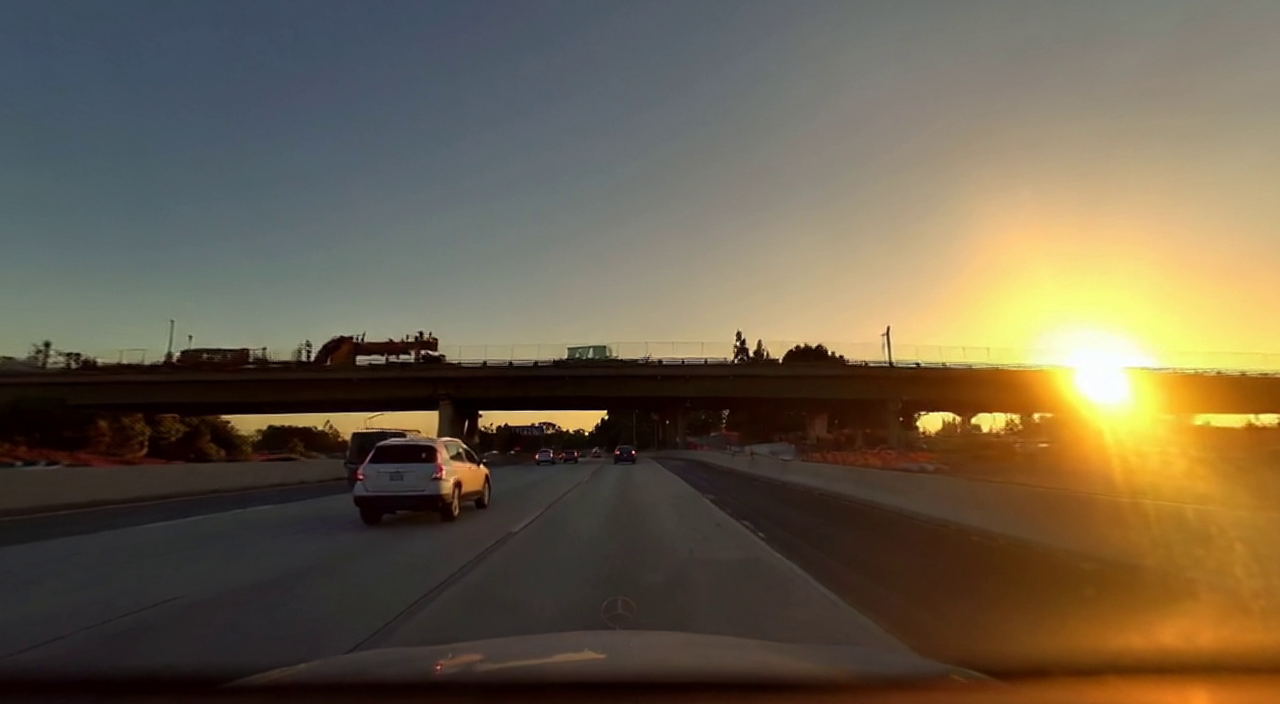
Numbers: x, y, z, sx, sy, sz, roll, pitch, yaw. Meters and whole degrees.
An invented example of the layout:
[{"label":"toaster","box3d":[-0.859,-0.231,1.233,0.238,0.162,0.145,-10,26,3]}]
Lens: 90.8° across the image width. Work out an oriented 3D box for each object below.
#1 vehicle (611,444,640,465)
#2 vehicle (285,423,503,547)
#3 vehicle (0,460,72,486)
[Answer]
[{"label":"vehicle","box3d":[-1.103,7.678,47.495,2.051,1.459,4.092,0,-8,-2]},{"label":"vehicle","box3d":[-3.795,2.116,10.705,2.024,1.655,4.192,0,-9,-1]},{"label":"vehicle","box3d":[-46.925,9.213,48.497,2.100,1.768,4.945,0,-8,-2]}]
